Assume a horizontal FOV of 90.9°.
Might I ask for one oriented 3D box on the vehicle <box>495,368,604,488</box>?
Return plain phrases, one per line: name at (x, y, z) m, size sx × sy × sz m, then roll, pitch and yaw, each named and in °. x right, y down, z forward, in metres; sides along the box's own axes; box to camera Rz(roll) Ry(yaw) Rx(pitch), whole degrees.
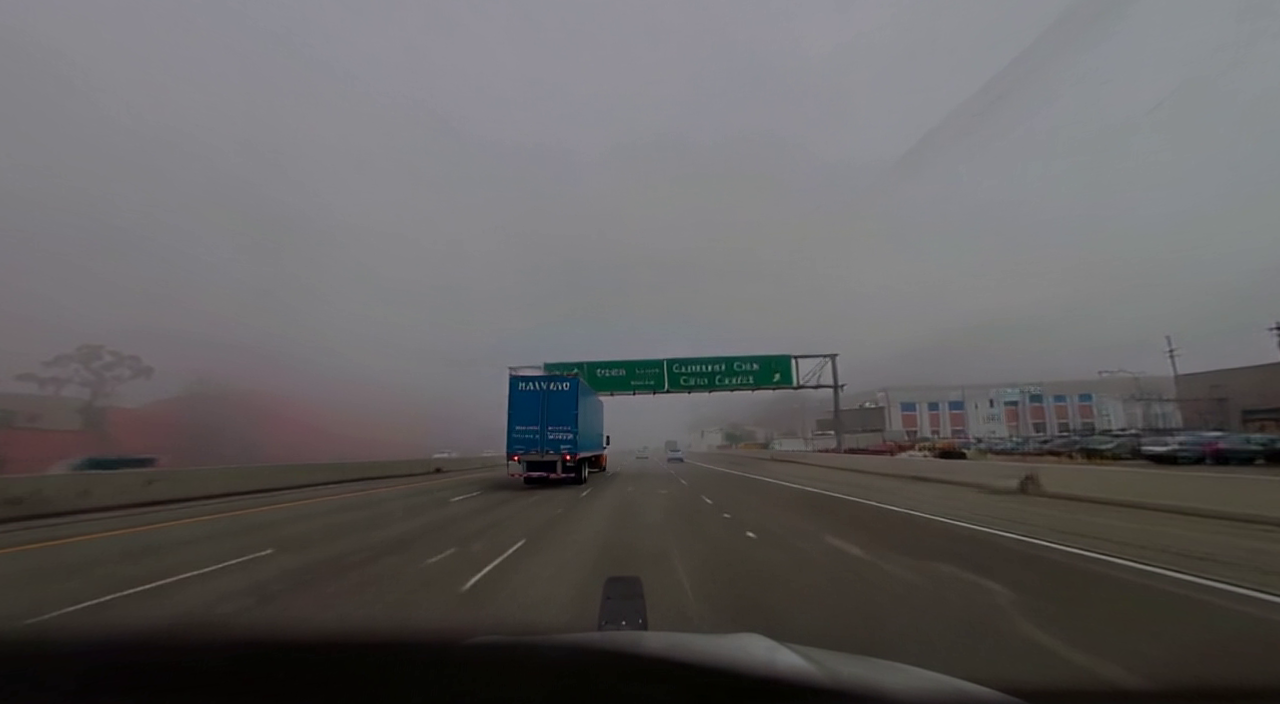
vehicle at (-3.304, 3.144, 25.826) m, size 2.977 × 4.048 × 8.890 m, roll 0°, pitch -7°, yaw 1°
